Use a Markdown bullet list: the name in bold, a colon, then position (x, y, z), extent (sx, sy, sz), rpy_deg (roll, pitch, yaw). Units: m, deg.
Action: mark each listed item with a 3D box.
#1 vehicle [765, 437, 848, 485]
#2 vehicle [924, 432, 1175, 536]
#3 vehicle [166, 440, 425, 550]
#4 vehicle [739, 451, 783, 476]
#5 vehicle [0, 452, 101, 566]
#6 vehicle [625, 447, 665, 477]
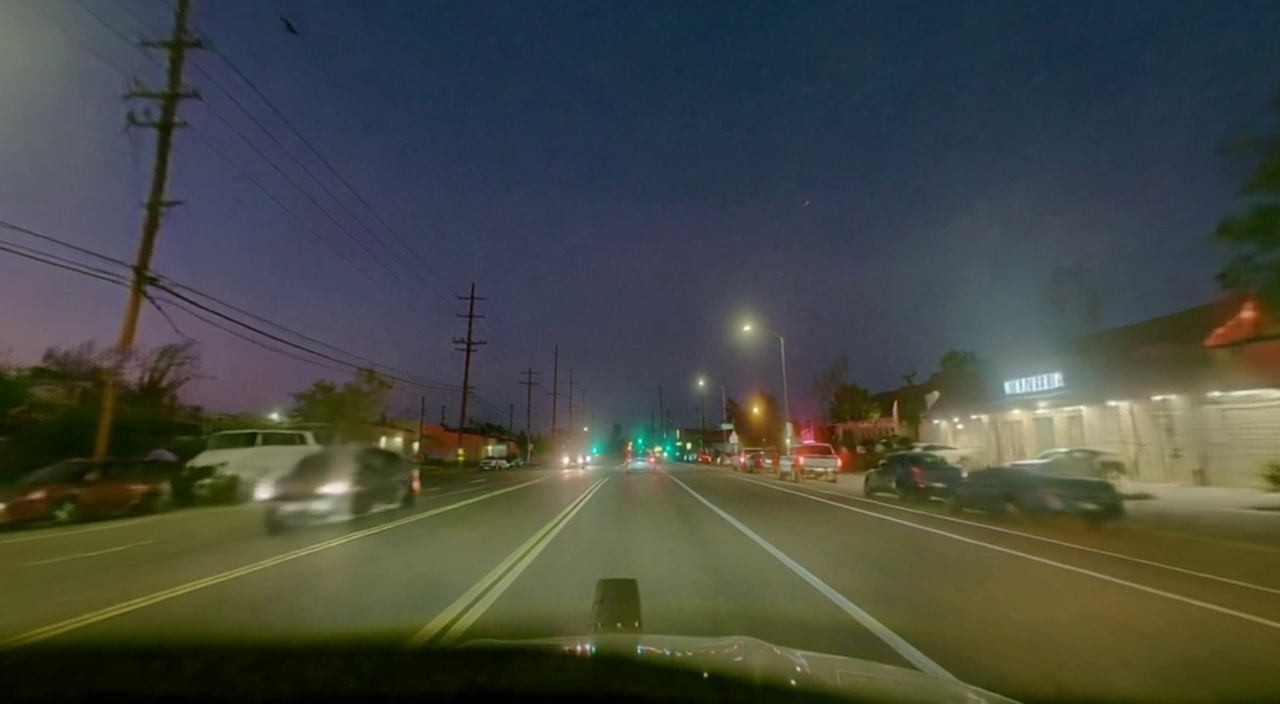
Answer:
- **vehicle**: position (7.671, 5.100, 29.875), extent (2.370, 2.022, 5.918), rpy_deg (0, -9, 1)
- **vehicle**: position (7.962, 2.580, 13.024), extent (2.003, 1.723, 4.654), rpy_deg (0, -9, -1)
- **vehicle**: position (-5.992, 2.501, 11.903), extent (2.213, 1.626, 4.736), rpy_deg (0, -9, 0)
- **vehicle**: position (7.773, 7.189, 40.892), extent (1.833, 1.475, 4.648), rpy_deg (0, -9, -1)
- **vehicle**: position (-9.671, 2.013, 7.771), extent (2.060, 1.507, 4.532), rpy_deg (0, -9, 0)
- **vehicle**: position (0.232, 6.077, 35.265), extent (2.067, 1.547, 4.513), rpy_deg (0, -9, -1)
